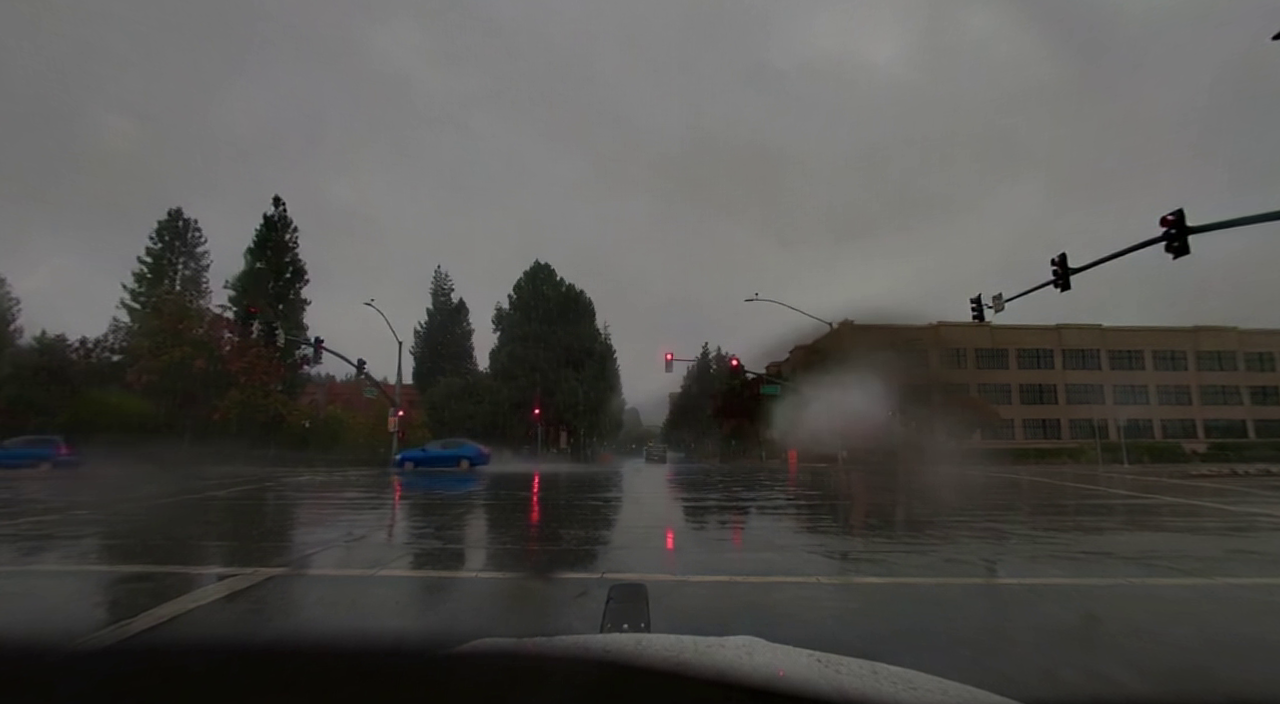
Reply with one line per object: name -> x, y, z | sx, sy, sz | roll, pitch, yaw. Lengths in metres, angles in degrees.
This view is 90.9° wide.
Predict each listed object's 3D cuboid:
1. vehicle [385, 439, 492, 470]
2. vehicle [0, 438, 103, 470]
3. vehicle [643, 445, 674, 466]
vehicle -> -9.995, 5.115, 31.503 | 4.681, 1.465, 1.820 | 0, -9, 2
vehicle -> -30.610, 5.191, 32.114 | 4.735, 1.588, 1.877 | 0, -9, 1
vehicle -> 1.291, 7.634, 46.469 | 2.132, 1.449, 4.235 | 0, -9, 0
